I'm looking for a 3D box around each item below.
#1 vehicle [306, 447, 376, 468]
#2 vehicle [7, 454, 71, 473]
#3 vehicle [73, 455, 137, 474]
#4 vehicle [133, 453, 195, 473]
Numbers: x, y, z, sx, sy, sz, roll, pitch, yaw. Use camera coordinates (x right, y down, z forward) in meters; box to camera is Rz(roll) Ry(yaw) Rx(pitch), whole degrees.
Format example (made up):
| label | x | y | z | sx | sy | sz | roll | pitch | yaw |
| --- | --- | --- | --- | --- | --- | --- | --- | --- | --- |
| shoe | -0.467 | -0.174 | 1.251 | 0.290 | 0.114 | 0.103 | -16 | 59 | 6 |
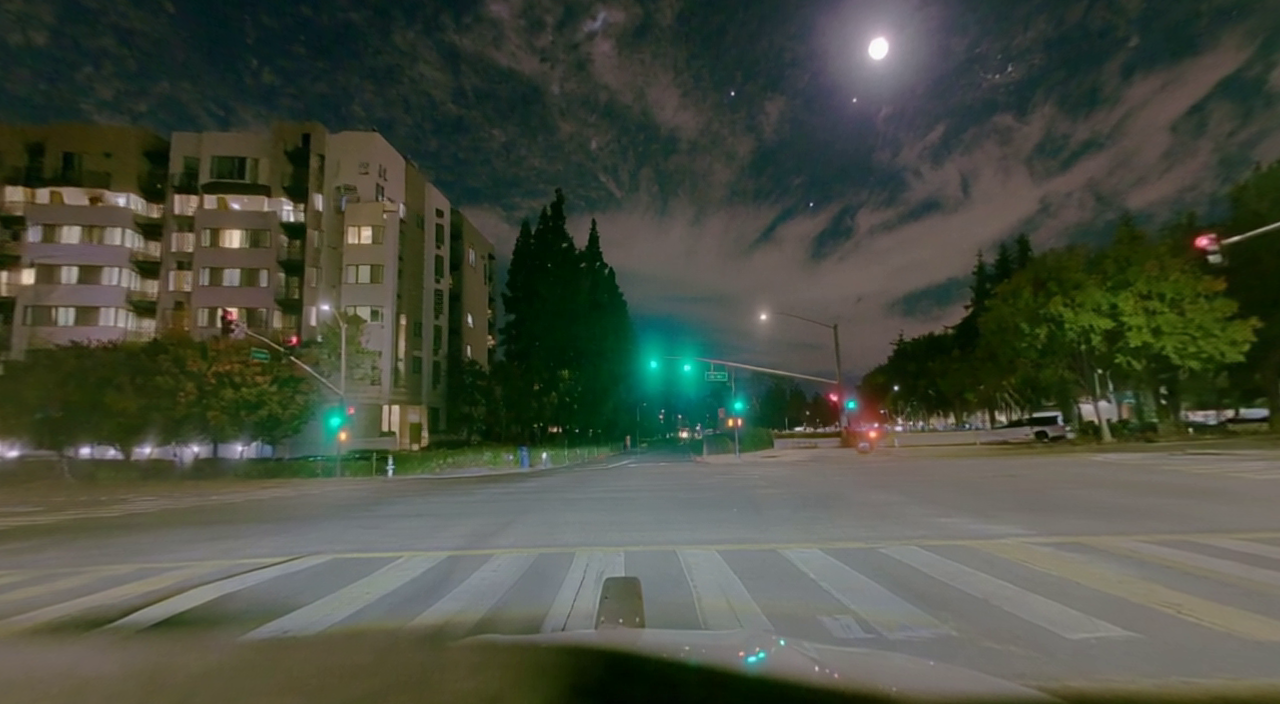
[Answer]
| label | x | y | z | sx | sy | sz | roll | pitch | yaw |
| --- | --- | --- | --- | --- | --- | --- | --- | --- | --- |
| vehicle | -21.990 | 7.774 | 46.540 | 4.207 | 1.508 | 1.875 | 0 | -9 | 2 |
| vehicle | -46.388 | 8.591 | 48.811 | 1.627 | 1.392 | 3.330 | 0 | -9 | -1 |
| vehicle | -41.355 | 8.682 | 48.942 | 1.651 | 1.379 | 3.787 | 0 | -9 | 0 |
| vehicle | -36.442 | 8.474 | 48.482 | 1.709 | 1.410 | 3.945 | 0 | -9 | -2 |
